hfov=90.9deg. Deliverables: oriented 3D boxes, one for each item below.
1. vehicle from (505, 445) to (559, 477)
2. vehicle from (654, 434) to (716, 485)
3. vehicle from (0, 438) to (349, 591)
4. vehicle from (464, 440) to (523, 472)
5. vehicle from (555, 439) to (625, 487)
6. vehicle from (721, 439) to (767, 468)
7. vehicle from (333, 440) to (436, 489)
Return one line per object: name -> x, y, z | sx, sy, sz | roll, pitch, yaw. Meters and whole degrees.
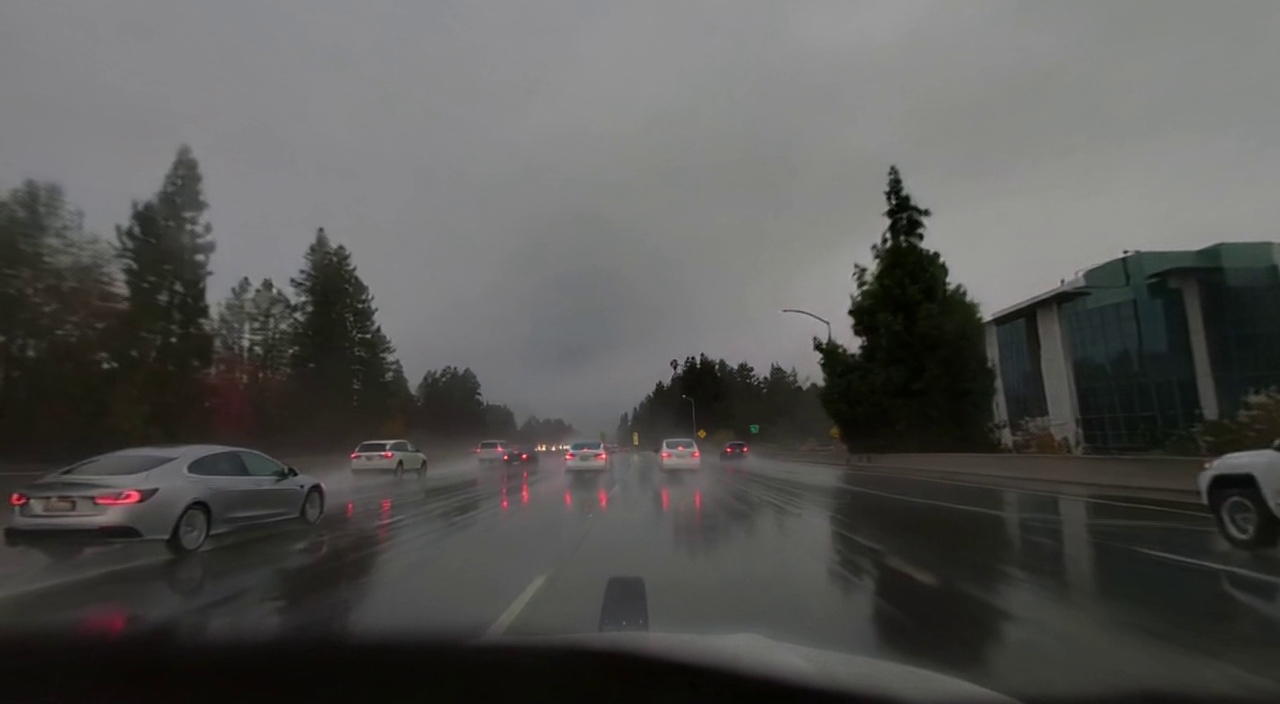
vehicle -> -5.432, 5.510, 32.164 | 1.886, 1.455, 4.148 | -1, -8, 2
vehicle -> 1.605, 4.023, 23.943 | 2.114, 1.715, 4.136 | -1, -8, 1
vehicle -> -6.224, 1.948, 8.606 | 2.116, 1.473, 4.644 | -1, -8, 2
vehicle -> -8.920, 6.359, 38.849 | 2.186, 1.851, 5.085 | -1, -8, 3
vehicle -> -1.773, 4.097, 23.714 | 2.102, 1.624, 4.257 | -1, -8, 3
vehicle -> 6.545, 6.414, 40.059 | 2.071, 1.754, 4.484 | 0, -8, -1
vehicle -> -9.561, 4.225, 24.042 | 1.947, 1.683, 4.331 | -1, -8, 3
